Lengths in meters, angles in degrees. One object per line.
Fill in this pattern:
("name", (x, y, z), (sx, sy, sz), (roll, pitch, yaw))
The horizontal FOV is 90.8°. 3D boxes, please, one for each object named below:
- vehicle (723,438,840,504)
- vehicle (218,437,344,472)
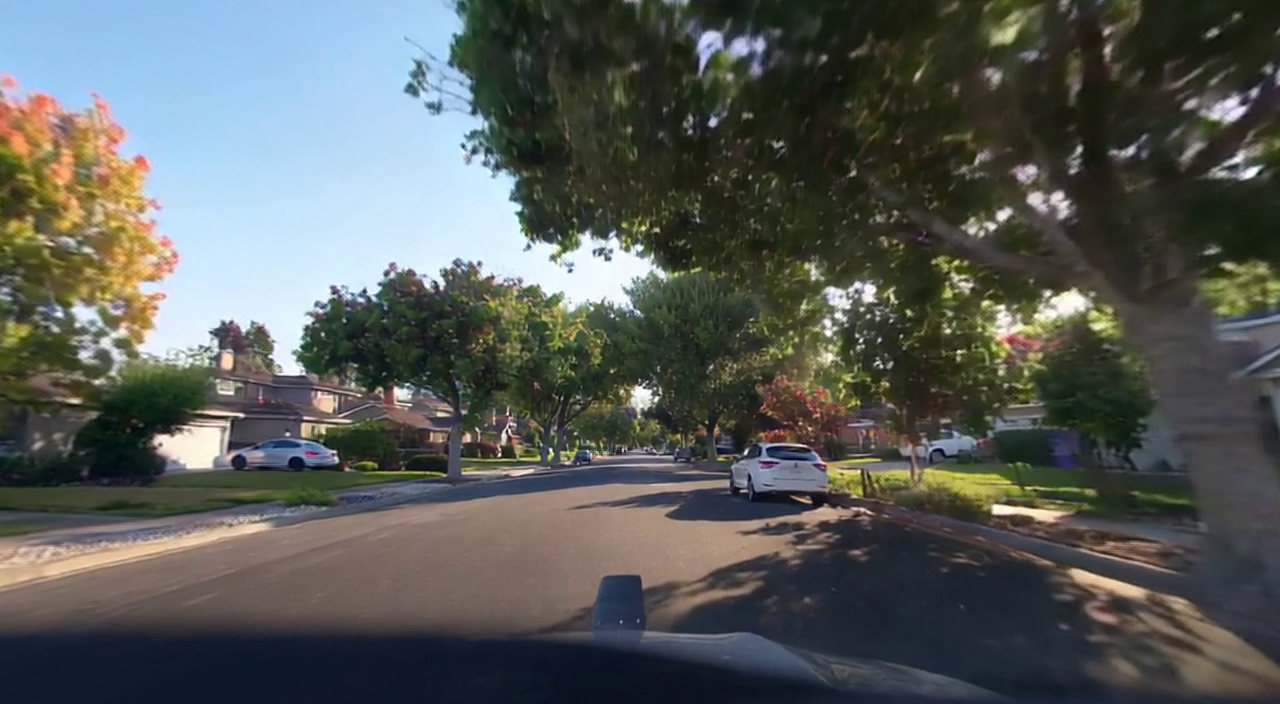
("vehicle", (3.796, 3.295, 17.925), (2.136, 1.596, 4.790), (0, -9, -1))
("vehicle", (-16.783, 4.817, 29.738), (4.607, 1.573, 2.058), (1, -9, -4))
